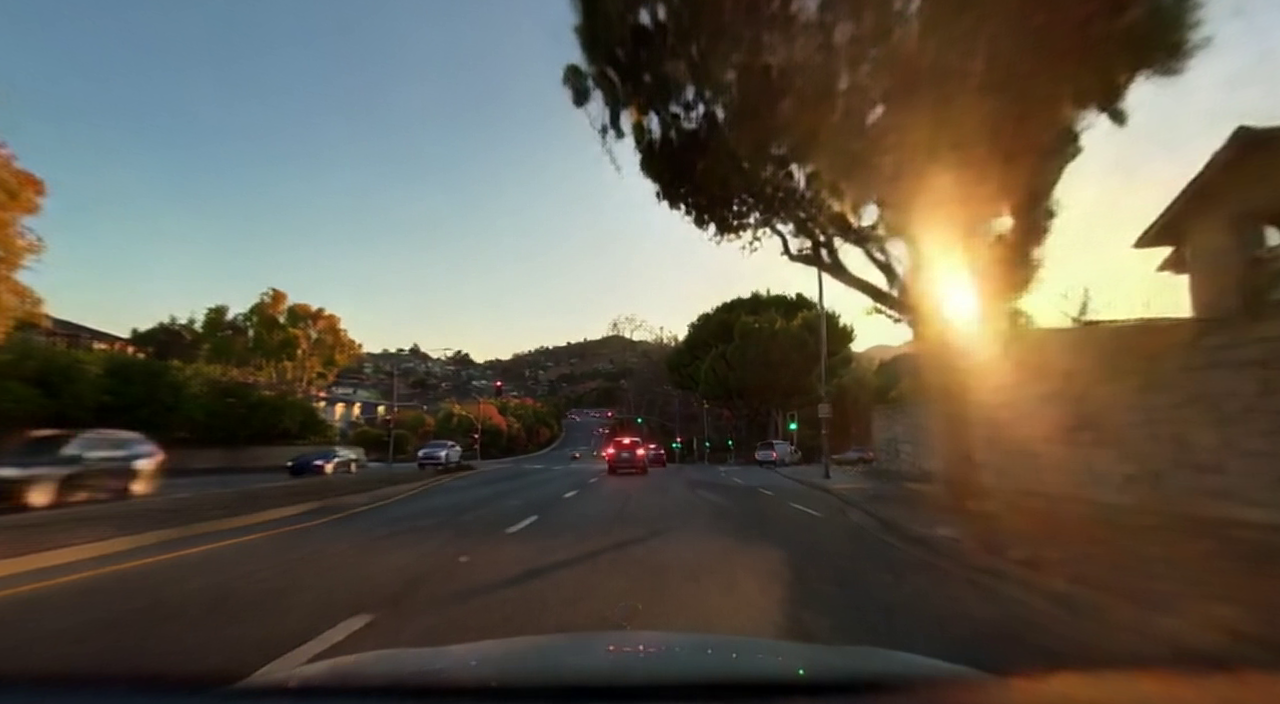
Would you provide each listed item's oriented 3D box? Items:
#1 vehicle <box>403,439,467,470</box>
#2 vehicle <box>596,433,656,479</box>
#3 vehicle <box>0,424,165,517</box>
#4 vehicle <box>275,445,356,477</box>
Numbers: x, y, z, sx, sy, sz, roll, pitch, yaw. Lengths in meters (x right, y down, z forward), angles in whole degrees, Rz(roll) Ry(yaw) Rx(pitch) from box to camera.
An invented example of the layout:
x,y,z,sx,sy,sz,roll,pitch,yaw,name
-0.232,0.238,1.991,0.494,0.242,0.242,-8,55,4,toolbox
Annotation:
x,y,z,sx,sy,sz,roll,pitch,yaw,name
-12.795,6.437,39.594,2.086,1.797,4.749,-1,-9,5,vehicle
-0.521,4.518,27.539,2.152,1.822,4.391,-1,-9,5,vehicle
-13.300,2.521,13.717,2.111,1.751,4.757,0,-9,0,vehicle
-17.609,5.925,34.374,1.924,1.598,4.652,0,-9,0,vehicle
